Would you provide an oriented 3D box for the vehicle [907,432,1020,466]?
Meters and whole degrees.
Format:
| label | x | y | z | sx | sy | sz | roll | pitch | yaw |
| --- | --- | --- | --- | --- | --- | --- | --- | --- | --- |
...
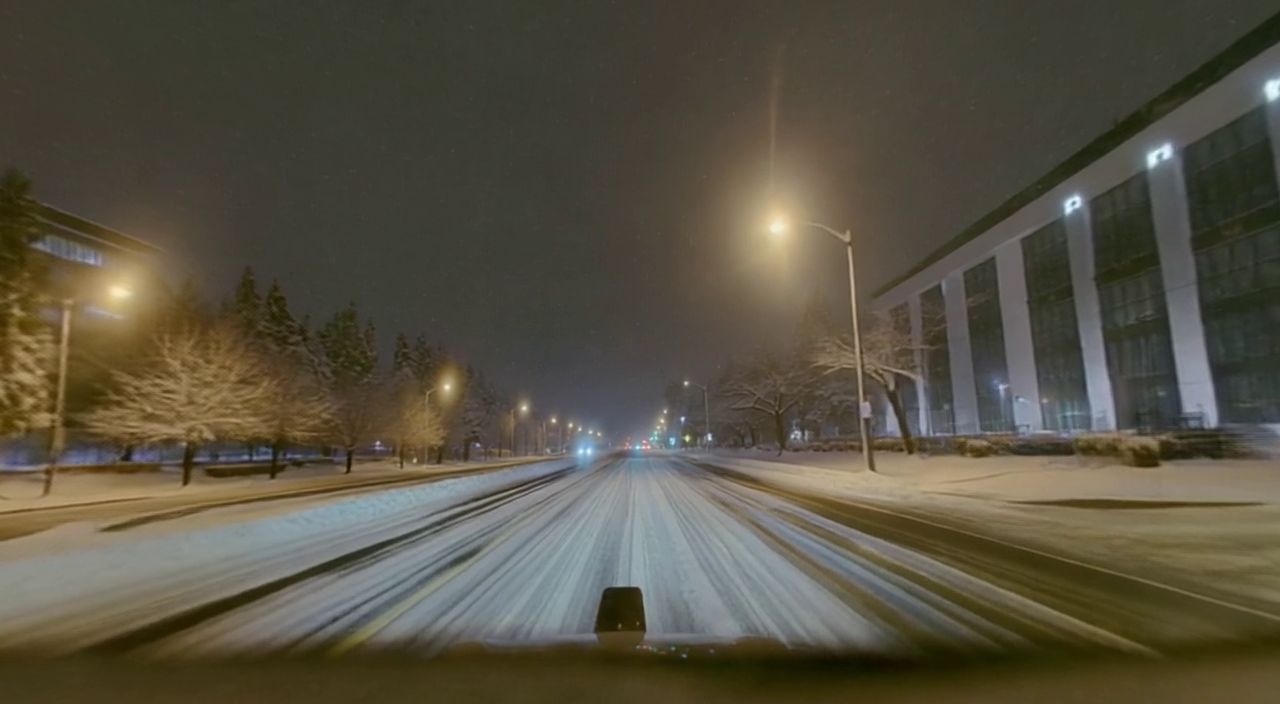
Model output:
| label | x | y | z | sx | sy | sz | roll | pitch | yaw |
| --- | --- | --- | --- | --- | --- | --- | --- | --- | --- |
| vehicle | 17.380 | 5.222 | 34.121 | 4.938 | 1.729 | 2.098 | 0 | -8 | -4 |

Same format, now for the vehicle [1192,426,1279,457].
| label | x | y | z | sx | sy | sz | roll | pitch | yaw |
| --- | --- | --- | --- | --- | --- | --- | --- | --- | --- |
| vehicle | 30.292 | 4.411 | 31.245 | 4.324 | 1.472 | 1.711 | 0 | -8 | -1 |

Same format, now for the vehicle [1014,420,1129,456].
| label | x | y | z | sx | sy | sz | roll | pitch | yaw |
| --- | --- | --- | --- | --- | --- | --- | --- | --- | --- |
| vehicle | 30.017 | 5.995 | 44.087 | 6.323 | 2.077 | 2.262 | -3 | -8 | -3 |
